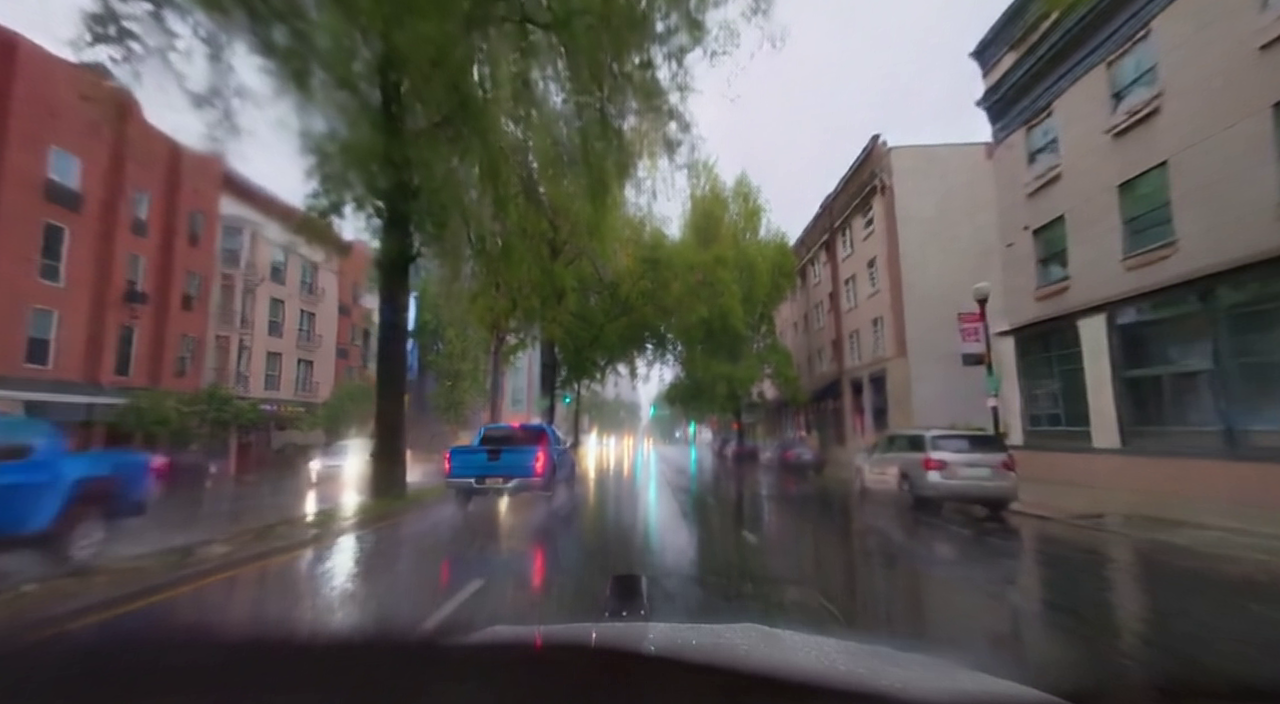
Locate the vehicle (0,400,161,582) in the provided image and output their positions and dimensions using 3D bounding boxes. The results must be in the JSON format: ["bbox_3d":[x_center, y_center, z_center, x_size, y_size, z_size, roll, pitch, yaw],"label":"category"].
[{"bbox_3d":[-7.359,1.335,5.965,2.087,1.779,4.456,0,-8,0],"label":"vehicle"}]

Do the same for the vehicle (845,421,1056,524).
[{"bbox_3d":[6.034,2.386,13.054,2.018,1.743,4.529,0,-8,0],"label":"vehicle"}]

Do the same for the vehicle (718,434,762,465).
[{"bbox_3d":[6.241,6.147,39.822,2.043,1.841,4.842,0,-8,1],"label":"vehicle"}]

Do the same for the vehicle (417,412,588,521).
[{"bbox_3d":[-2.505,2.303,13.194,2.197,1.786,5.365,-1,-8,2],"label":"vehicle"}]

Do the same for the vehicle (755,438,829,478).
[{"bbox_3d":[6.247,4.393,26.378,1.988,1.514,3.962,0,-8,-2],"label":"vehicle"}]

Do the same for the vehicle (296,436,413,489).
[{"bbox_3d":[-10.169,3.967,22.960,2.110,1.714,4.500,0,-8,0],"label":"vehicle"}]
